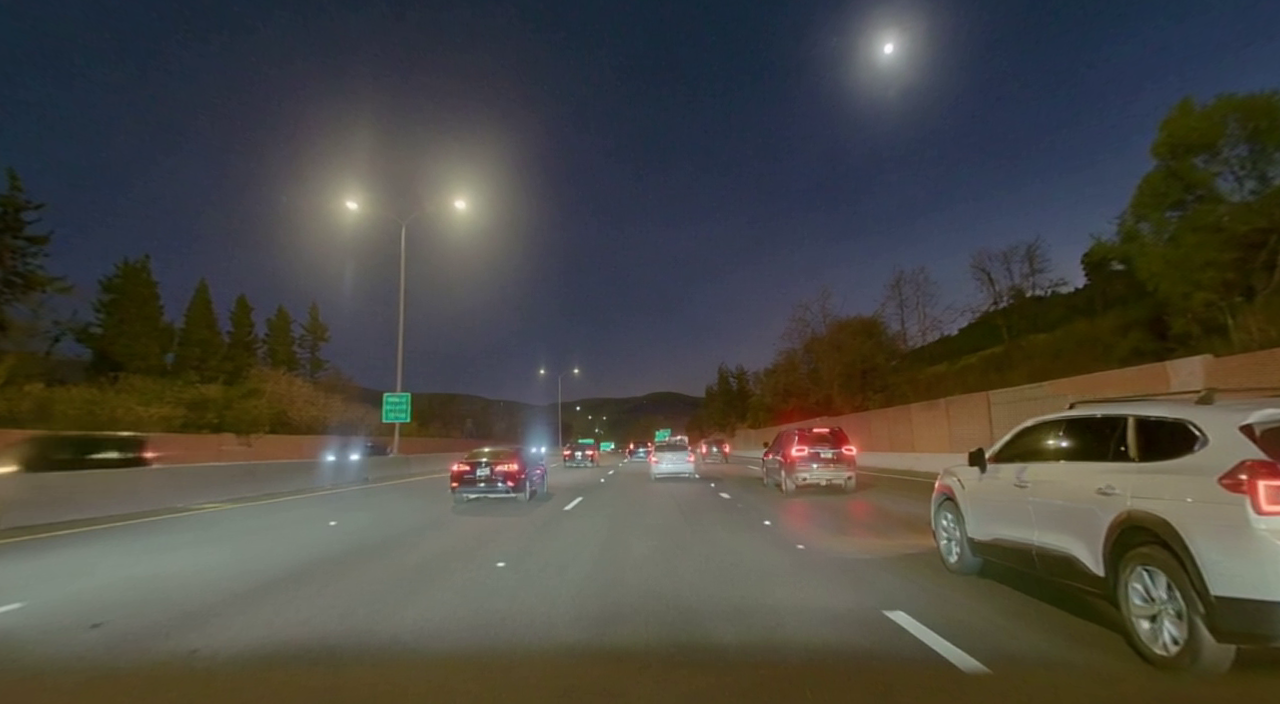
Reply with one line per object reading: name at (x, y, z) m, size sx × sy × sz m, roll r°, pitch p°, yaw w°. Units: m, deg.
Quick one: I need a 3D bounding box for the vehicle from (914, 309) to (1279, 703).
vehicle at (3.730, 0.937, 4.096) m, size 1.930 × 1.831 × 4.344 m, roll 0°, pitch -8°, yaw 0°

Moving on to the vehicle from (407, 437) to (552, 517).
vehicle at (-3.286, 2.627, 13.893) m, size 1.961 × 1.456 × 4.362 m, roll 0°, pitch -8°, yaw 1°

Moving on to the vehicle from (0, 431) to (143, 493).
vehicle at (-21.855, 3.932, 22.995) m, size 2.448 × 1.955 × 6.132 m, roll 0°, pitch -8°, yaw 0°

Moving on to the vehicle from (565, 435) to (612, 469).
vehicle at (-2.879, 5.736, 36.419) m, size 2.154 × 1.793 × 4.736 m, roll 0°, pitch -8°, yaw 2°

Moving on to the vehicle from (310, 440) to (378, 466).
vehicle at (-21.506, 7.355, 46.151) m, size 2.205 × 1.769 × 5.650 m, roll 0°, pitch -8°, yaw 0°

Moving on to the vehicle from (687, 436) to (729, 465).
vehicle at (3.720, 5.439, 35.107) m, size 1.855 × 1.513 × 3.915 m, roll 0°, pitch -8°, yaw -1°

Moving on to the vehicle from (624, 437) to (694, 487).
vehicle at (0.550, 3.562, 20.824) m, size 2.105 × 1.471 × 3.978 m, roll 0°, pitch -8°, yaw 0°

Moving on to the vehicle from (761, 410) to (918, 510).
vehicle at (4.203, 2.358, 14.223) m, size 1.970 × 1.872 × 4.575 m, roll 0°, pitch -8°, yaw -1°
